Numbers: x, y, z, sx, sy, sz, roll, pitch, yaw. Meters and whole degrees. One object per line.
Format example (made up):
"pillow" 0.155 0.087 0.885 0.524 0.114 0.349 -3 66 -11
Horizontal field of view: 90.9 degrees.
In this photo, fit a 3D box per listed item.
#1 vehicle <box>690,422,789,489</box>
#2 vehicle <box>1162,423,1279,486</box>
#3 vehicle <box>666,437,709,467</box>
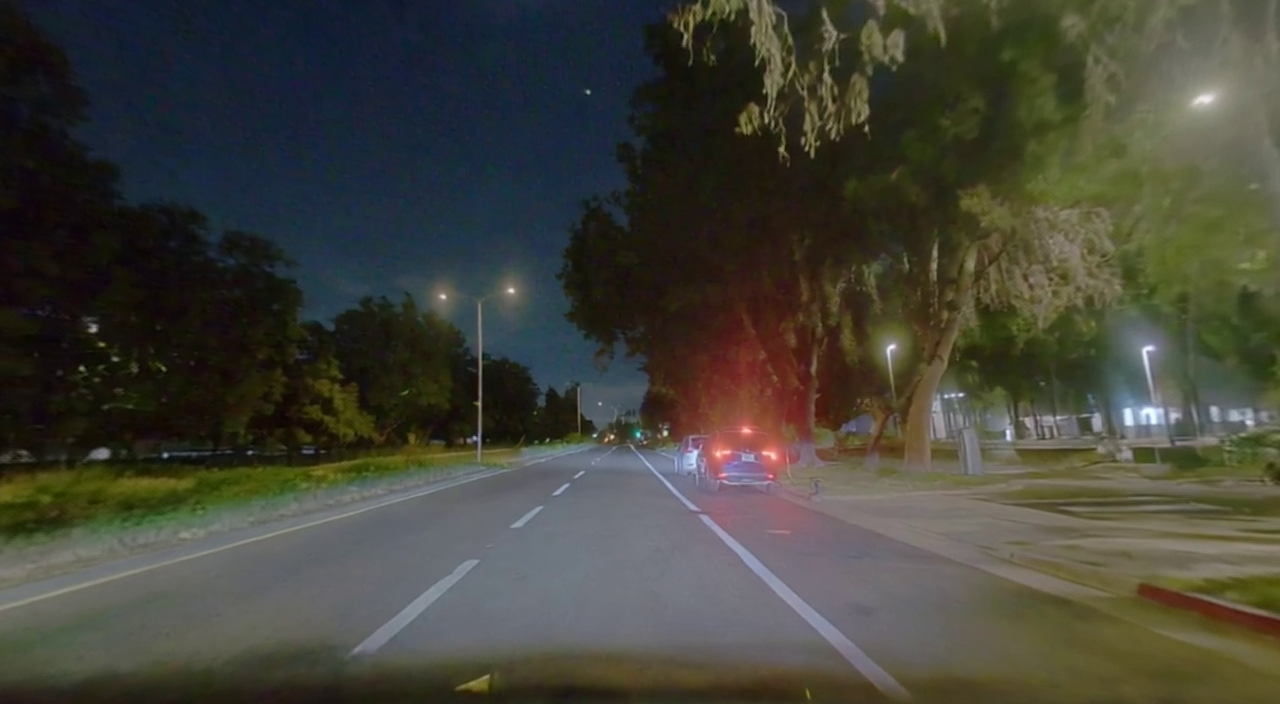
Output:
"vehicle" 3.063 3.311 20.486 2.226 1.889 4.543 0 -8 -3
"vehicle" 19.041 3.134 19.201 2.068 1.759 4.747 2 -8 -2
"vehicle" 2.635 5.648 35.797 1.832 1.538 4.208 0 -8 -4
